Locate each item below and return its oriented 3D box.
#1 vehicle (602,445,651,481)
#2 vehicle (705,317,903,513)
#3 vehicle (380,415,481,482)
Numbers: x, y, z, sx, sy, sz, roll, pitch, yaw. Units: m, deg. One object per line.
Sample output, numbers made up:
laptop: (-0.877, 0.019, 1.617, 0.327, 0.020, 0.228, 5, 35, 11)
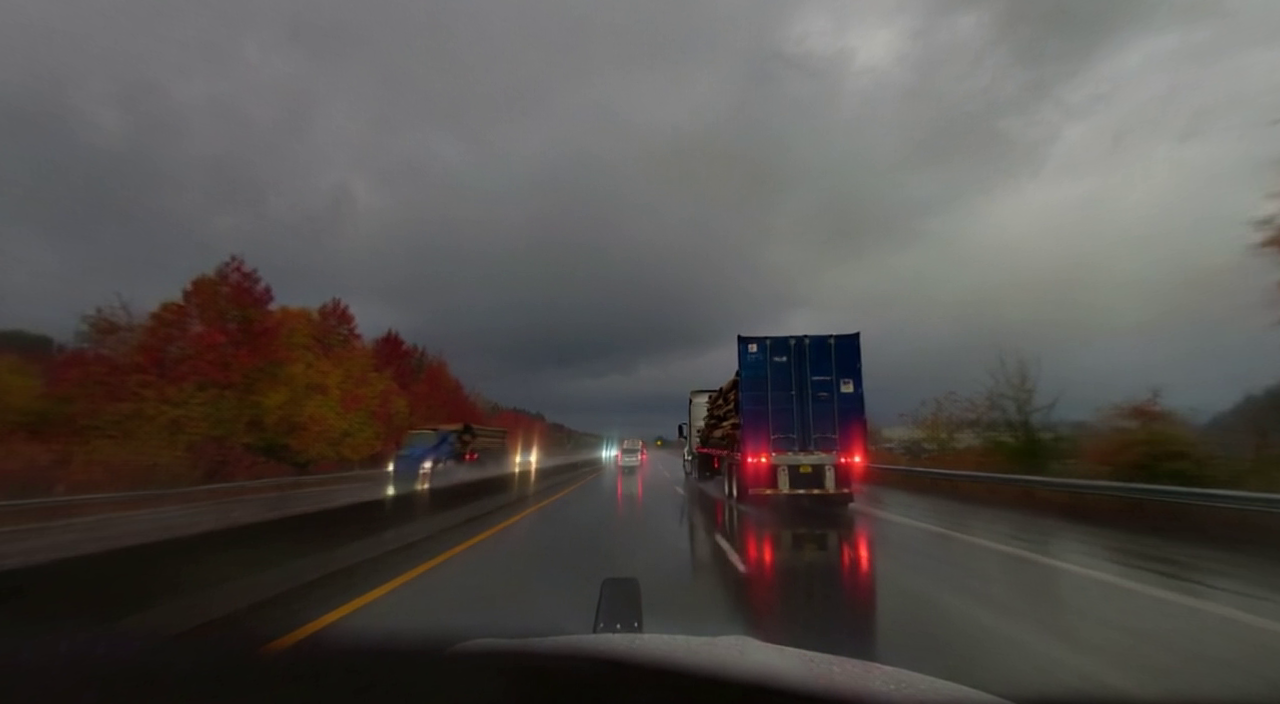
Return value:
vehicle: (-0.546, 5.125, 29.087, 2.099, 1.506, 4.097, -1, -9, 1)
vehicle: (3.697, 1.871, 16.791, 3.004, 3.923, 8.363, -1, -9, 0)
vehicle: (-13.815, 6.580, 42.674, 2.968, 3.947, 10.444, -1, -9, 2)
